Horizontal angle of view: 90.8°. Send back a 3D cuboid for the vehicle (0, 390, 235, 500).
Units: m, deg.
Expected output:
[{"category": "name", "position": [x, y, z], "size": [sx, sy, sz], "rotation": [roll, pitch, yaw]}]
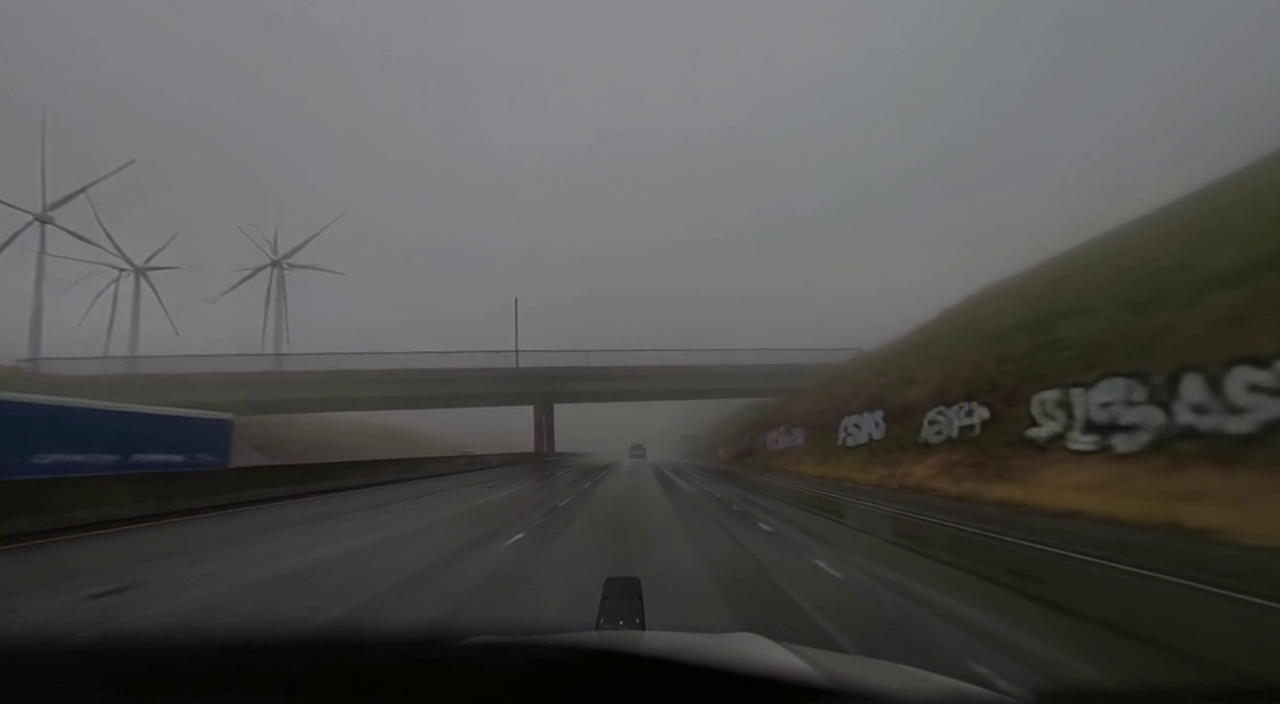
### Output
[{"category": "vehicle", "position": [-23.074, 3.867, 25.910], "size": [2.996, 3.684, 15.096], "rotation": [0, -9, 0]}]
